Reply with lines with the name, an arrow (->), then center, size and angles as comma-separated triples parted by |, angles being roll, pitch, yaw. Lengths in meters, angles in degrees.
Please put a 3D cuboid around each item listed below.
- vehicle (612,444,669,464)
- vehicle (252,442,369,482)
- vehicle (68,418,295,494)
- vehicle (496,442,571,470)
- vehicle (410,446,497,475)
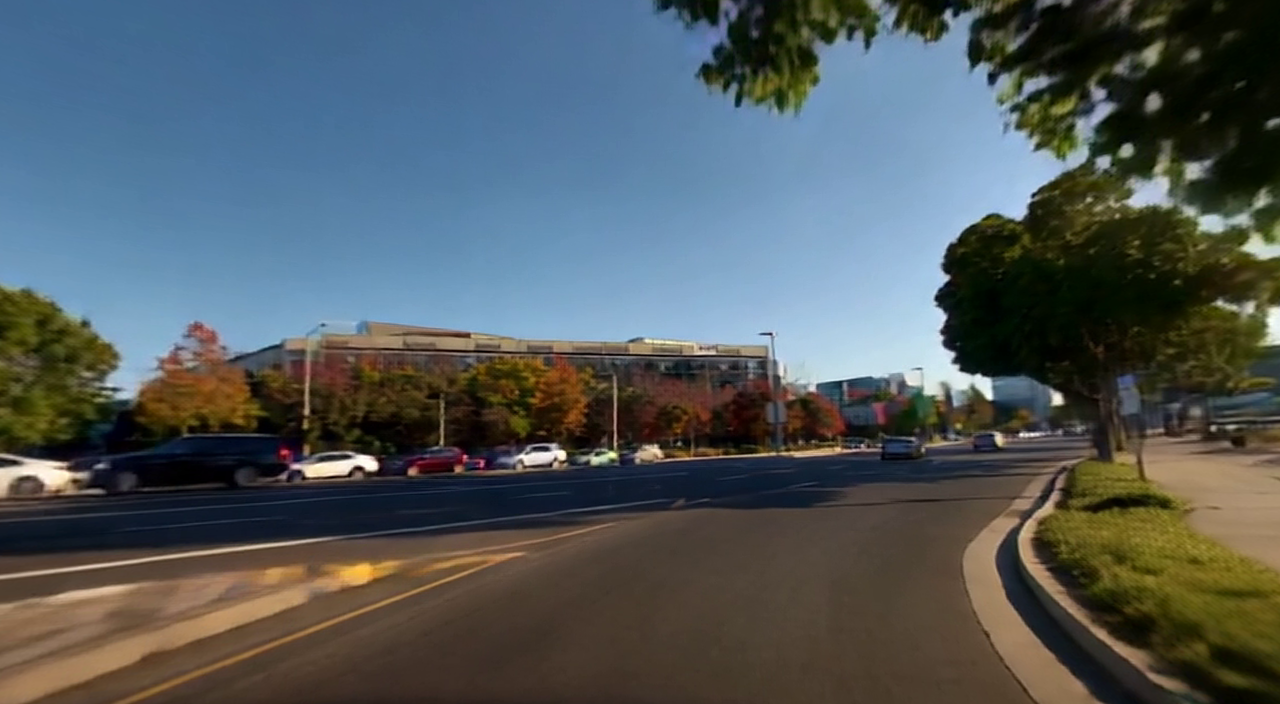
vehicle -> 0.070, 8.010, 49.873 | 1.872, 1.493, 4.724 | -7, -11, 40
vehicle -> -15.878, 5.424, 30.668 | 2.033, 1.625, 4.467 | -14, -18, 38
vehicle -> -15.244, 3.670, 21.388 | 2.225, 2.053, 5.636 | -15, -19, 38
vehicle -> -6.971, 6.832, 41.615 | 1.926, 1.681, 4.727 | -7, -11, 39
vehicle -> -10.785, 6.266, 36.787 | 1.842, 1.582, 4.513 | -7, -11, 39
